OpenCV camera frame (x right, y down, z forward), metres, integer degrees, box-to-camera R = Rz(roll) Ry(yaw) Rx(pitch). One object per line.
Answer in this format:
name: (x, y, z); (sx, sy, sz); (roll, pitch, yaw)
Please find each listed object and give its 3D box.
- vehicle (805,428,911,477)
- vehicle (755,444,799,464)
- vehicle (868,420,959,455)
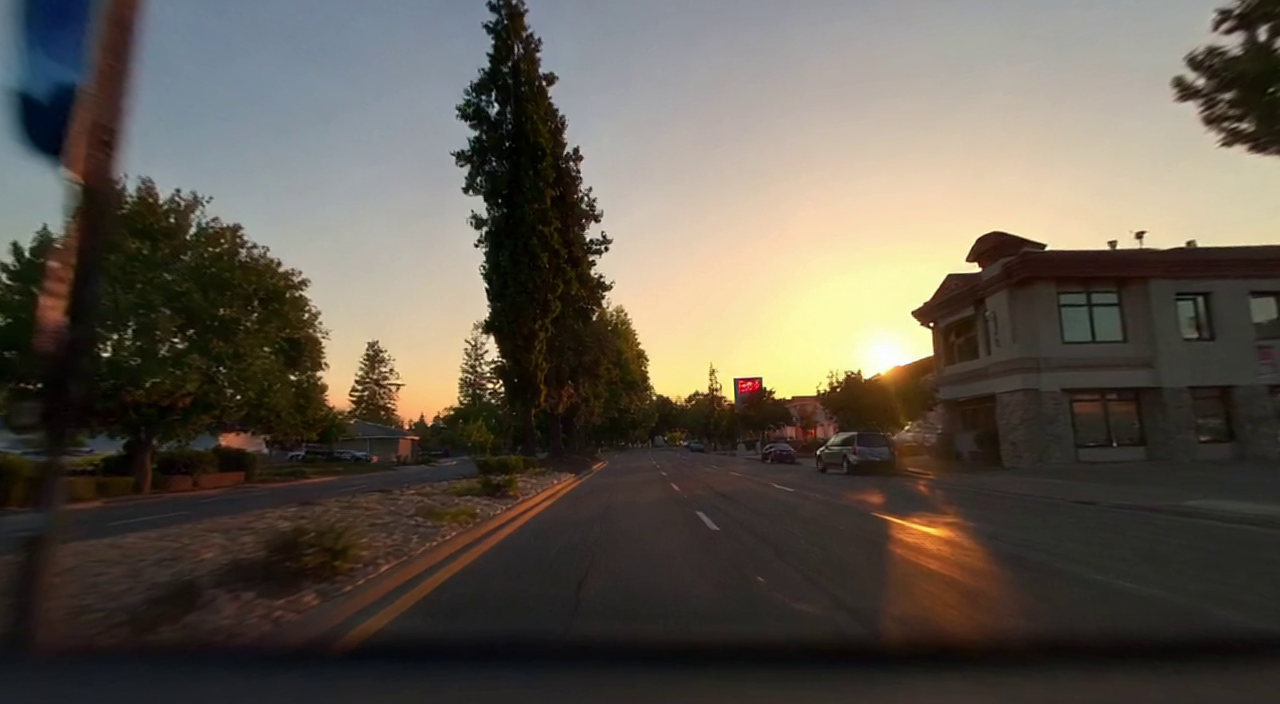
vehicle: (10.186, 4.758, 30.221); (2.610, 2.072, 5.985); (0, -8, -3)
vehicle: (10.052, 7.509, 46.681); (2.034, 1.437, 4.728); (0, -8, -2)
vehicle: (20.516, 6.438, 47.459); (5.877, 2.471, 2.528); (-5, -10, 30)
